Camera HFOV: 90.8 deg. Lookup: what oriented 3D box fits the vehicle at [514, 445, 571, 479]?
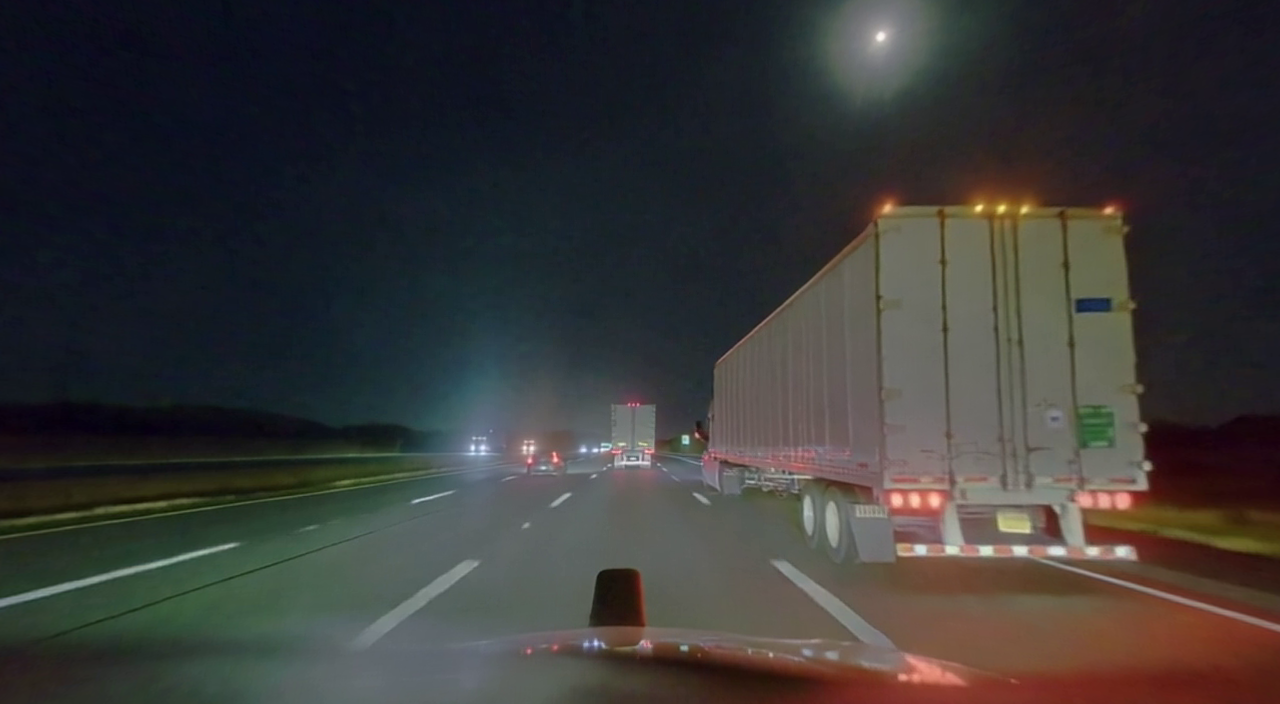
[{"bbox_3d":[-4.517,5.170,29.949,1.892,1.471,5.047,0,-9,0],"label":"vehicle"}]
